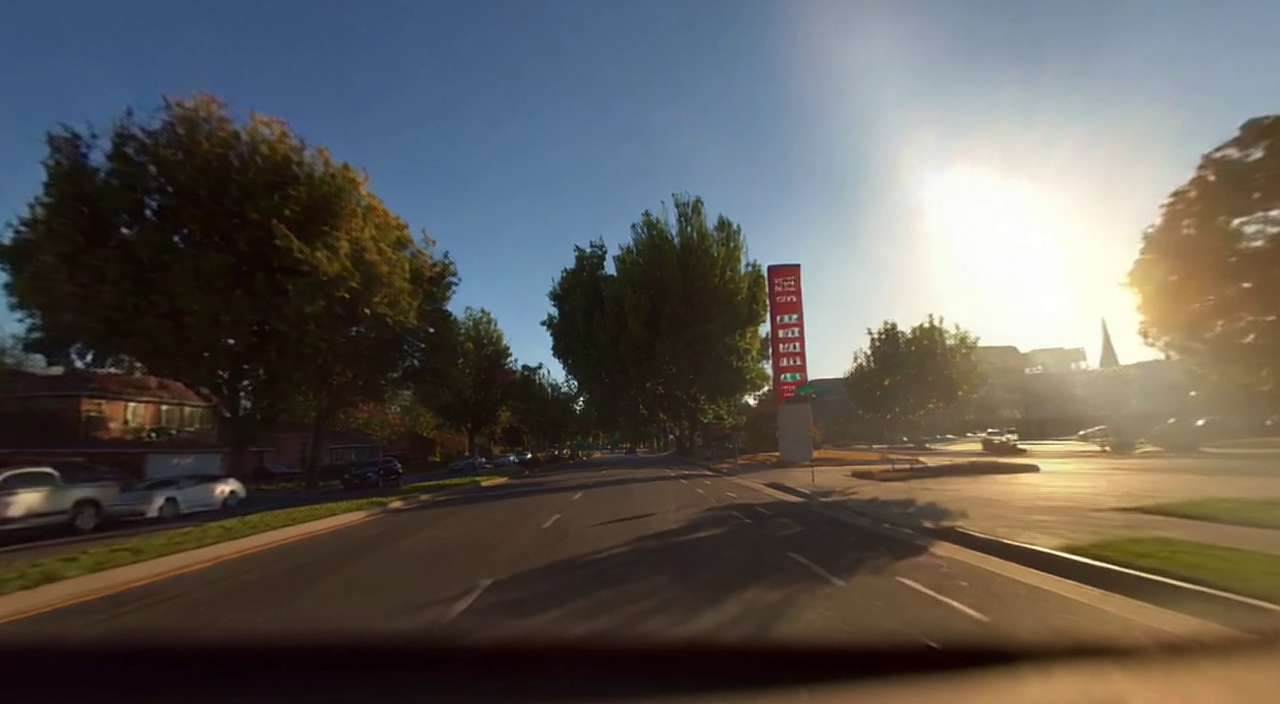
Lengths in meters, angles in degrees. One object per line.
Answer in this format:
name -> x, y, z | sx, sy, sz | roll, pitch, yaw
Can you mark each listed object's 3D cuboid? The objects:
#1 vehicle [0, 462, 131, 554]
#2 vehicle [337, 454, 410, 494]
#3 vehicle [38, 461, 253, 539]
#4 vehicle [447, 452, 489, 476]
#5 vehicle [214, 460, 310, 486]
vehicle -> -12.421, 2.904, 11.743 | 1.897, 1.564, 4.875 | 0, -8, -1
vehicle -> -12.852, 5.857, 30.745 | 1.953, 1.558, 3.839 | -6, -8, -2
vehicle -> -12.555, 3.732, 16.544 | 2.040, 1.424, 4.594 | -5, -8, -1
vehicle -> -12.921, 8.379, 47.646 | 1.986, 1.488, 4.330 | -4, -8, -2
vehicle -> -23.627, 7.556, 39.621 | 4.718, 1.500, 1.943 | 0, -8, 0
